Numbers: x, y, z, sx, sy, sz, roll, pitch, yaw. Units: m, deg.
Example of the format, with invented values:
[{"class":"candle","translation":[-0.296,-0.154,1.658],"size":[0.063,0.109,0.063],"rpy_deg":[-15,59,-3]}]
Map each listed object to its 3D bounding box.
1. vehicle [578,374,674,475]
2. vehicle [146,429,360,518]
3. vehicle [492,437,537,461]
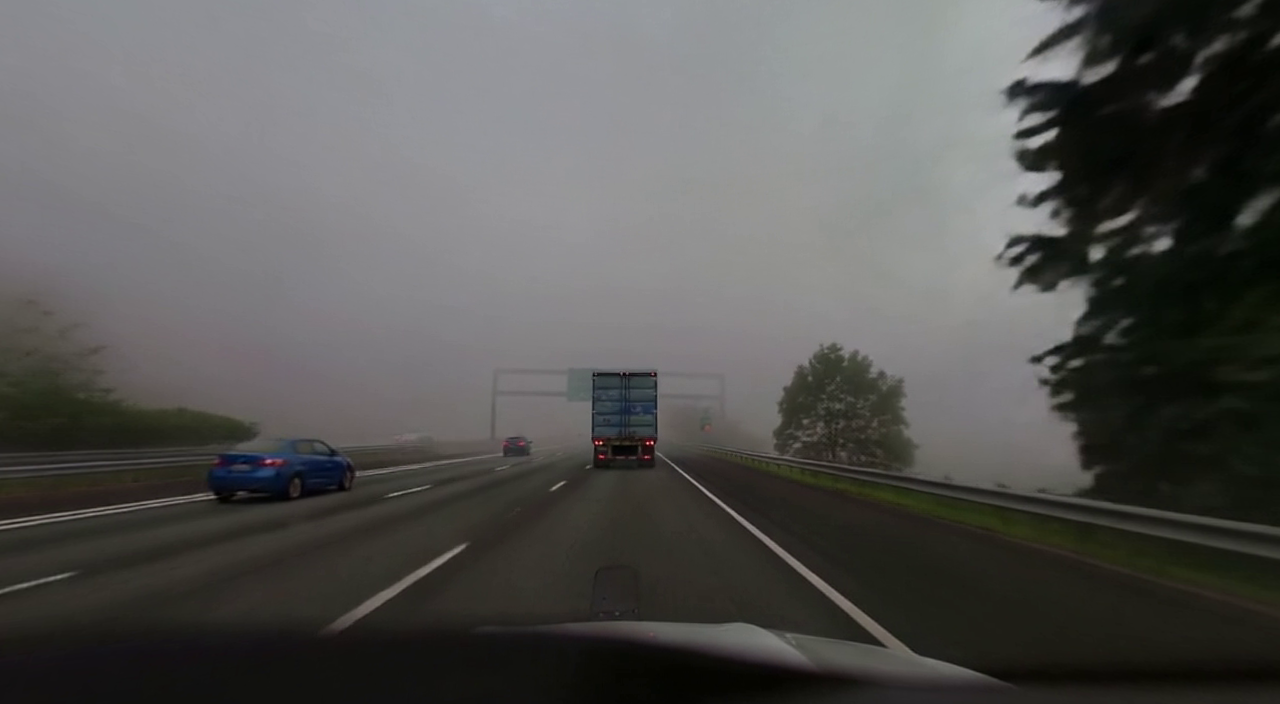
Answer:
[{"class":"vehicle","translation":[-0.567,3.347,27.846],"size":[3.033,3.223,14.836],"rpy_deg":[1,-8,-1]},{"class":"vehicle","translation":[-7.341,2.292,12.456],"size":[1.856,1.479,3.710],"rpy_deg":[0,-8,0]},{"class":"vehicle","translation":[-7.915,6.126,39.983],"size":[1.949,1.437,4.296],"rpy_deg":[0,-8,0]}]
